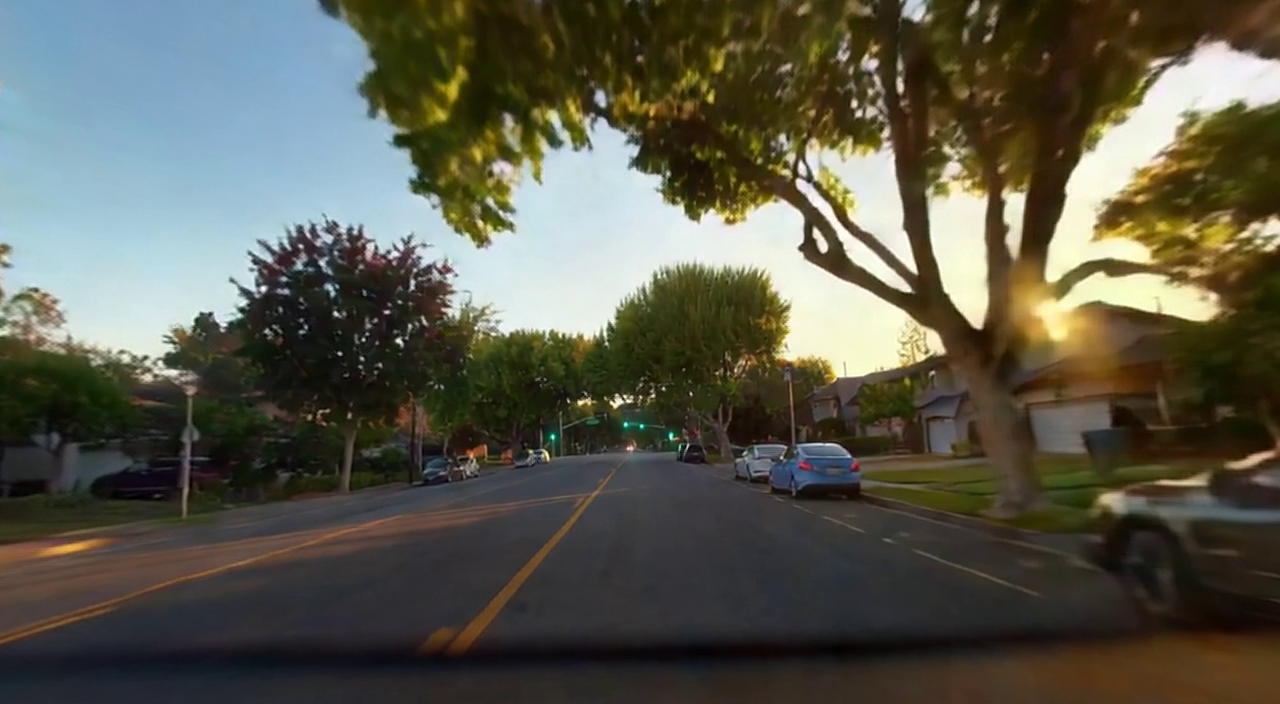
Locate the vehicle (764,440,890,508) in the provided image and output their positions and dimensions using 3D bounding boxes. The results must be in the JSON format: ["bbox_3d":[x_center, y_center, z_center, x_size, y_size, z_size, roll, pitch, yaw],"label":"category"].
[{"bbox_3d":[4.710,3.121,16.657,1.924,1.516,4.163,0,-8,-2],"label":"vehicle"}]

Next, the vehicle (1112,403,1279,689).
[{"bbox_3d":[4.557,0.907,2.385,1.934,1.573,4.547,0,-8,-1],"label":"vehicle"}]

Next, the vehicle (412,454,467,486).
[{"bbox_3d":[-11.324,6.673,35.970,1.845,1.626,4.105,0,-8,-2],"label":"vehicle"}]
